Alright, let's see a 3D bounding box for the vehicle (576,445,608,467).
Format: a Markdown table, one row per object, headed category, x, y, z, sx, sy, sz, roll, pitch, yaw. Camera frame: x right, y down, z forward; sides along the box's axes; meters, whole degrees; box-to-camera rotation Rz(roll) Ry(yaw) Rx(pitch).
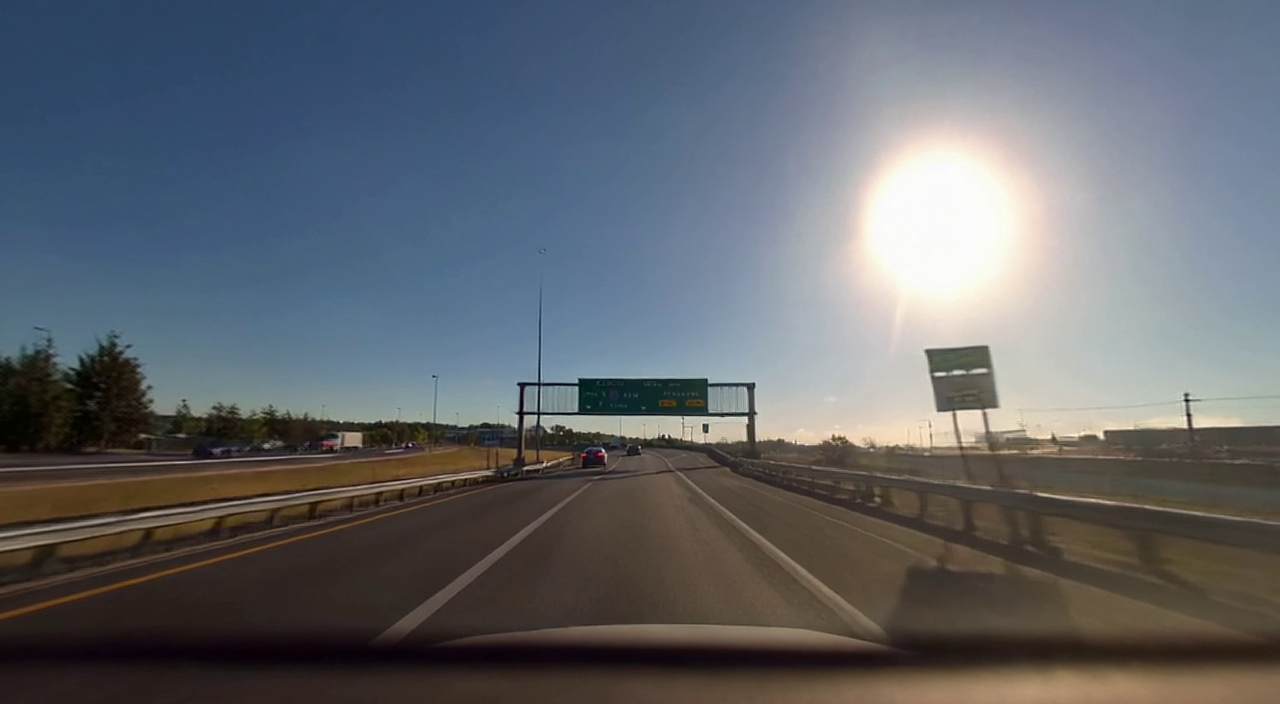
| category | x | y | z | sx | sy | sz | roll | pitch | yaw |
| --- | --- | --- | --- | --- | --- | --- | --- | --- | --- |
| vehicle | -3.699 | 8.127 | 49.473 | 2.234 | 1.588 | 4.484 | 0 | -8 | -1 |
